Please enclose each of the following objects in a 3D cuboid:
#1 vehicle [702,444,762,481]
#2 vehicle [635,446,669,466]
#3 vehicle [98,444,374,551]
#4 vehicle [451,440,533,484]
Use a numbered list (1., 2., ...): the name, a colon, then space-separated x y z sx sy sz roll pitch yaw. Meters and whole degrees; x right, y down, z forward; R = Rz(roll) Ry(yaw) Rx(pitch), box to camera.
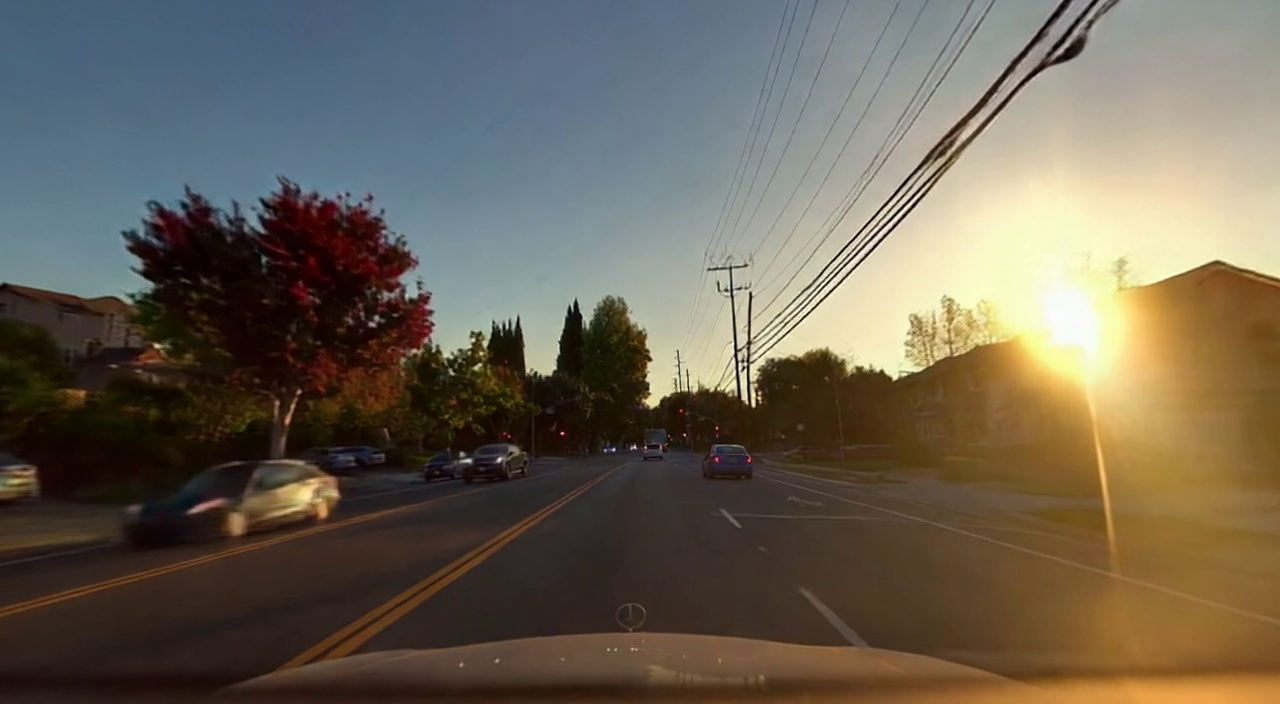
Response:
1. vehicle: 3.914 4.755 27.519 1.951 1.479 4.487 0 -8 0
2. vehicle: 0.852 7.379 44.875 2.298 1.359 4.081 0 -8 1
3. vehicle: -7.042 2.522 11.786 1.997 1.566 4.637 0 -8 1
4. vehicle: -6.636 4.993 28.982 2.303 1.789 5.423 -1 -8 2
